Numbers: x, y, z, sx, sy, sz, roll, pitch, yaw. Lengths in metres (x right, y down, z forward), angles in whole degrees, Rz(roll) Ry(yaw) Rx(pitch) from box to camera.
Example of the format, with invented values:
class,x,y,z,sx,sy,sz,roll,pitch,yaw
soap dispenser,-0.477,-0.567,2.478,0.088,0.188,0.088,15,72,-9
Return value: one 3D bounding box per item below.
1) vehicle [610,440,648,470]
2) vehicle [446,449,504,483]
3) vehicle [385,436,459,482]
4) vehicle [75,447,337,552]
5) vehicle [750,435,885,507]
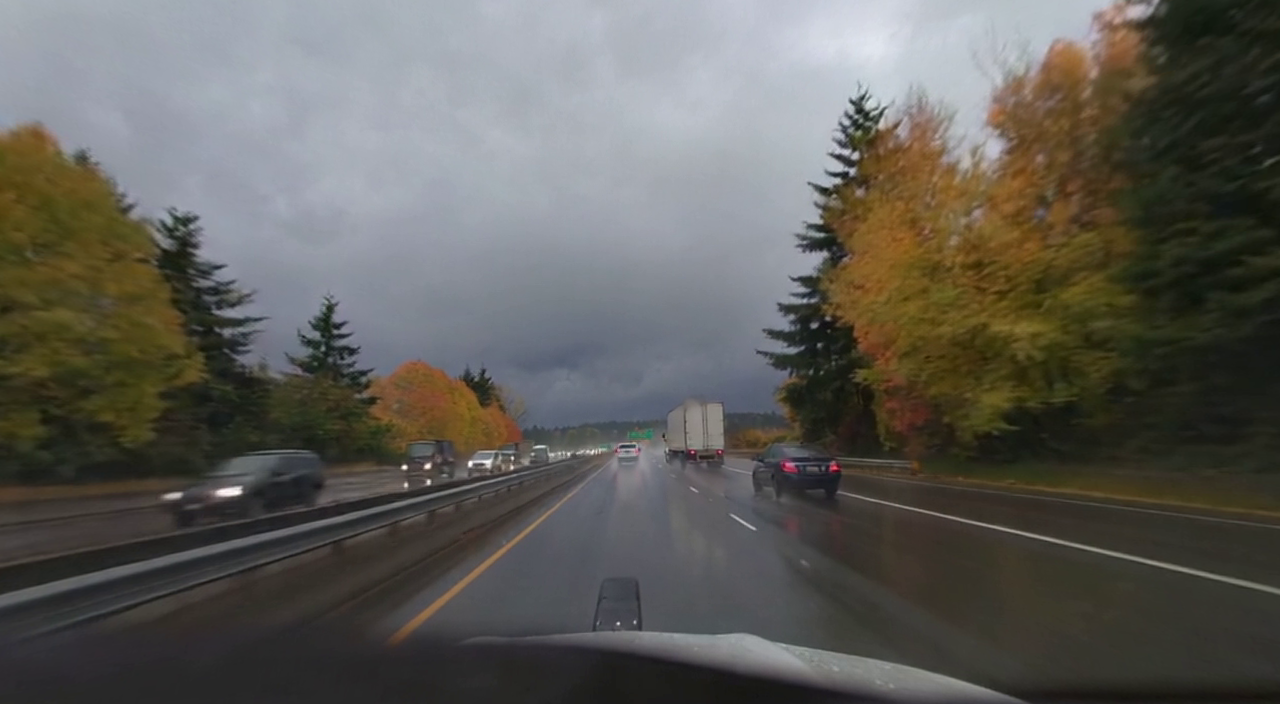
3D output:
class,x,y,z,sx,sy,sz,roll,pitch,yaw
vehicle,-0.678,6.350,38.630,2.168,1.705,4.272,0,-9,-1
vehicle,-8.645,5.973,33.231,1.943,1.634,4.240,0,-9,0
vehicle,-14.035,6.962,40.971,2.380,2.710,6.976,0,-9,-1
vehicle,-7.968,2.696,12.182,2.023,1.636,4.274,0,-9,0
vehicle,4.195,2.895,15.624,1.997,1.504,4.236,0,-9,-1
